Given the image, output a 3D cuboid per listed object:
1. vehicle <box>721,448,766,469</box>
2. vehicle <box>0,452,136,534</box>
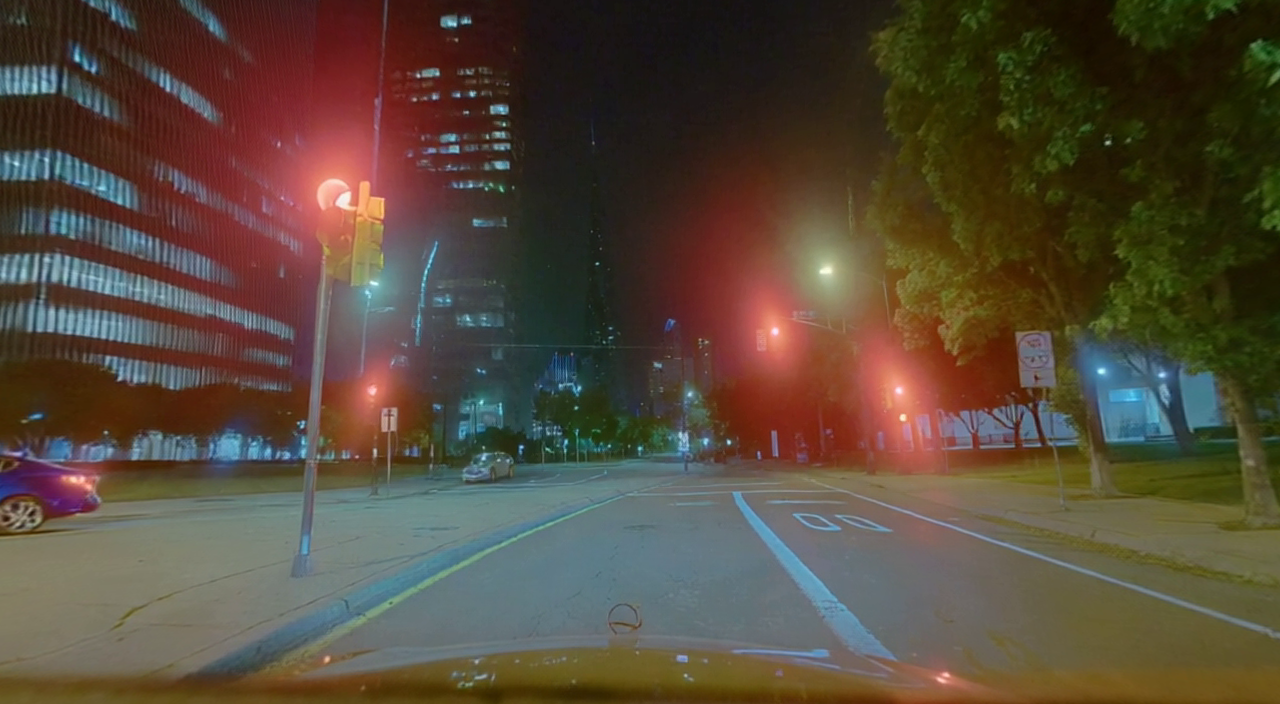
[{"bbox_3d":[7.862,8.124,48.419,1.829,1.440,4.384,2,-9,-14],"label":"vehicle"},{"bbox_3d":[-12.856,2.716,12.273,4.598,1.490,1.816,7,-11,-40],"label":"vehicle"}]
